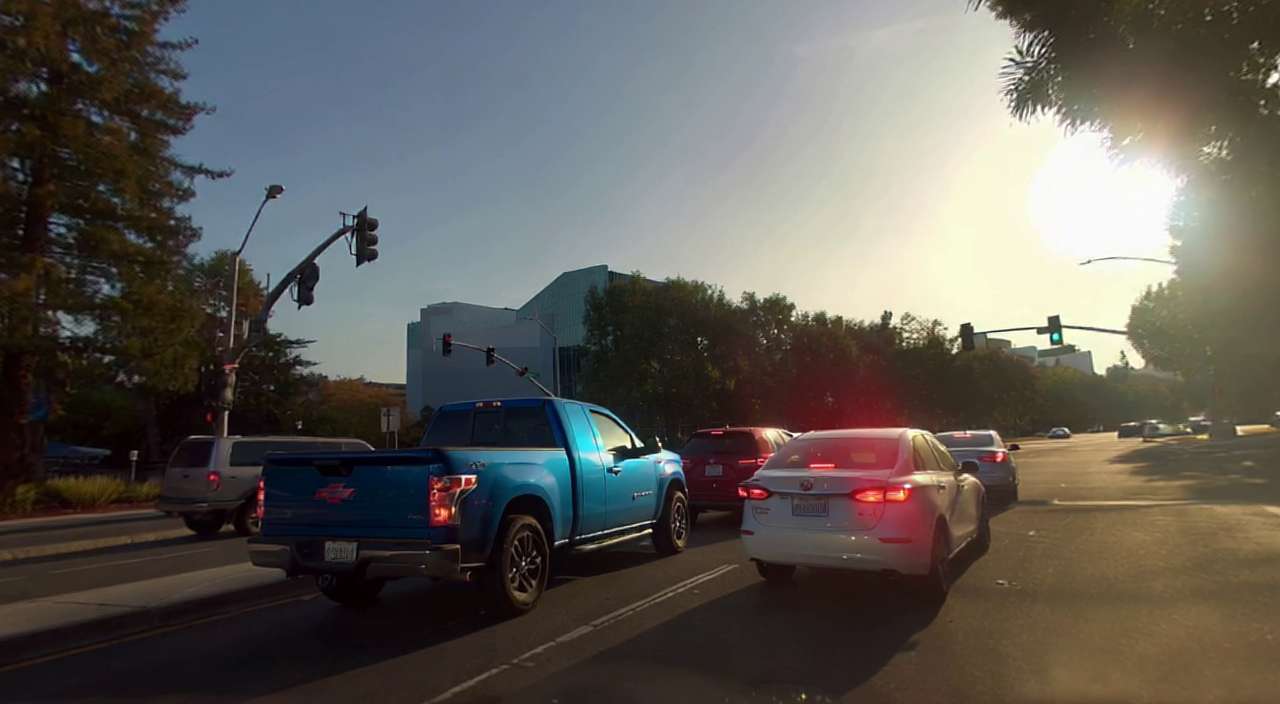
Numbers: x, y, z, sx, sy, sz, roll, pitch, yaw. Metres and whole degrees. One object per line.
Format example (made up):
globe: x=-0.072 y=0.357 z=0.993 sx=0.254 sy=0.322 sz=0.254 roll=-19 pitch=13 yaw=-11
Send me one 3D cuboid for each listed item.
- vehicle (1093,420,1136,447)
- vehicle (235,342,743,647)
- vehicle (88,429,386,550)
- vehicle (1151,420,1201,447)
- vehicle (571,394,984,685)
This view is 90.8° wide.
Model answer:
vehicle: x=32.803 y=5.679 z=43.720 sx=2.160 sy=1.790 sz=4.303 roll=-6 pitch=-10 yaw=35
vehicle: x=-0.873 y=1.401 z=7.470 sx=2.272 sy=2.016 sz=6.146 roll=-4 pitch=-10 yaw=27
vehicle: x=-8.260 y=2.744 z=13.499 sx=2.174 sy=2.057 sz=4.738 roll=-6 pitch=-10 yaw=33
vehicle: x=35.765 y=5.482 z=42.195 sx=2.183 sy=1.714 sz=4.491 roll=-7 pitch=-11 yaw=37
vehicle: x=1.720 y=1.378 z=5.990 sx=2.027 sy=1.549 sz=4.801 roll=-6 pitch=-10 yaw=35
